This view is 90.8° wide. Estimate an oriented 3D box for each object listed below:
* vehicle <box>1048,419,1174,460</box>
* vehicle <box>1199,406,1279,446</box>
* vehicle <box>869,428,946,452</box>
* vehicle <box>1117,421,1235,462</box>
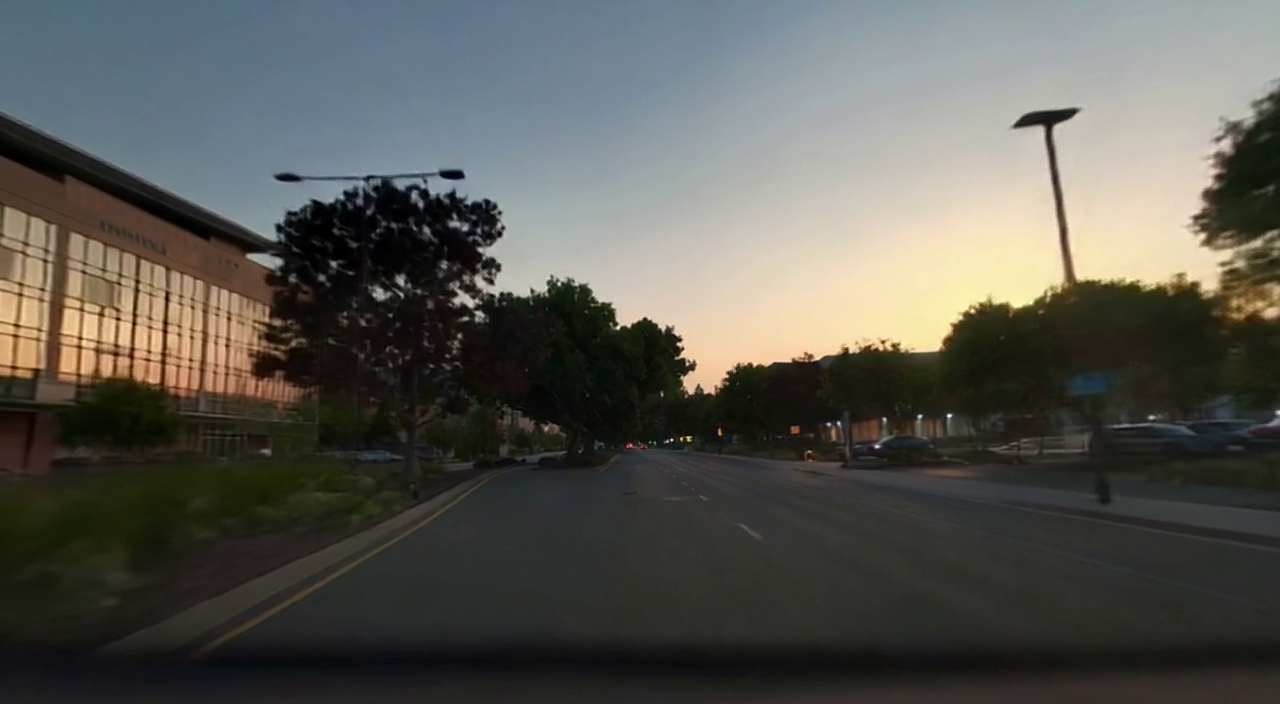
[{"bbox_3d":[22.913,4.332,31.062,2.133,1.853,5.009,0,-8,-2],"label":"vehicle"},{"bbox_3d":[31.285,3.729,31.765,2.007,1.782,4.355,-3,-10,-5],"label":"vehicle"},{"bbox_3d":[20.013,6.609,47.359,4.656,1.752,2.309,1,-8,-4],"label":"vehicle"},{"bbox_3d":[25.810,4.355,30.629,1.874,1.808,4.159,0,-8,-3],"label":"vehicle"}]
